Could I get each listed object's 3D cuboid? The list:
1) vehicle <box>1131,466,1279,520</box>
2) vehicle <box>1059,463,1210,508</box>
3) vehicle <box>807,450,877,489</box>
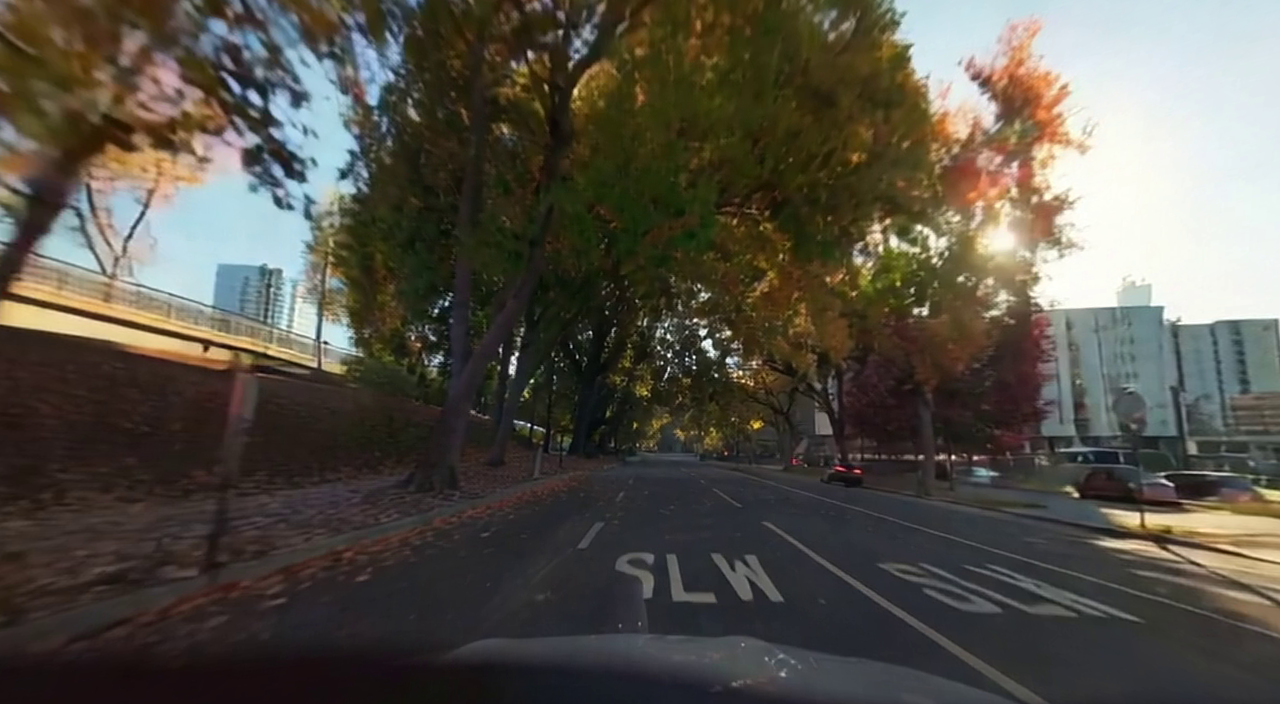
[{"bbox_3d":[19.692,4.660,21.001,4.635,1.552,2.334,0,-9,2],"label":"vehicle"},{"bbox_3d":[18.612,5.028,23.838,4.089,1.519,1.920,1,-9,-1],"label":"vehicle"},{"bbox_3d":[10.572,6.166,33.373,2.187,1.871,4.576,1,-9,0],"label":"vehicle"}]
